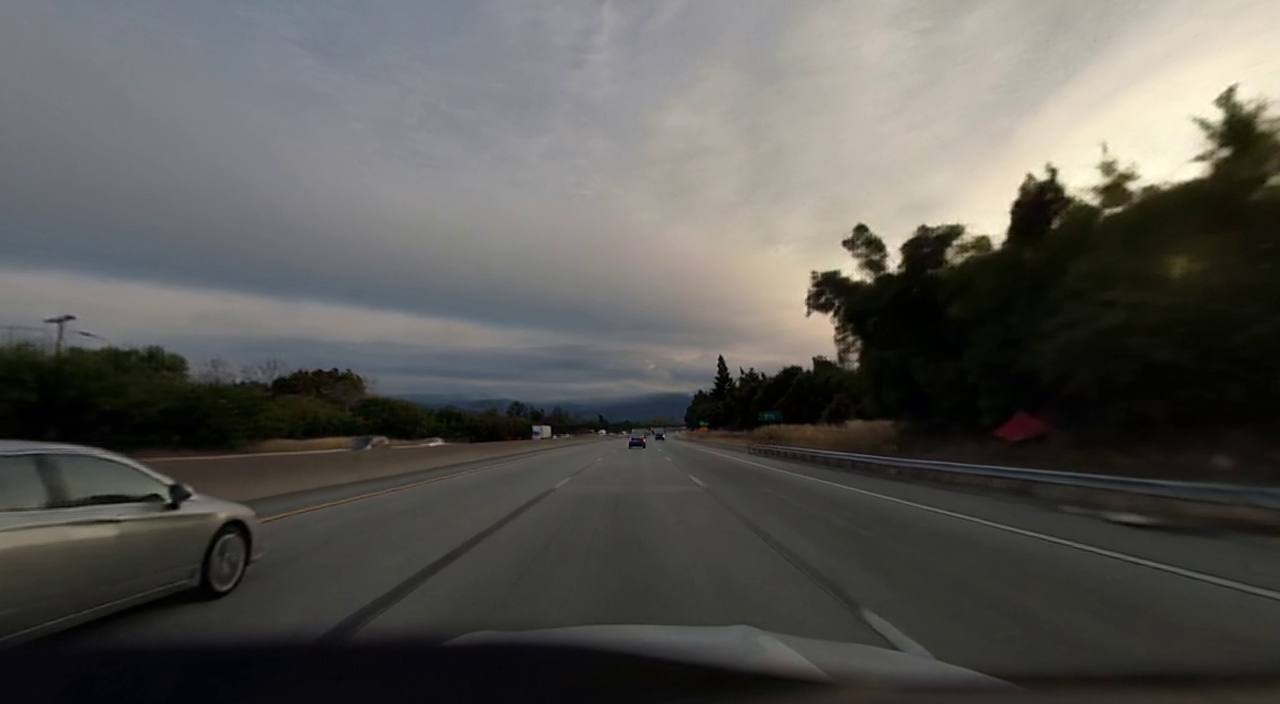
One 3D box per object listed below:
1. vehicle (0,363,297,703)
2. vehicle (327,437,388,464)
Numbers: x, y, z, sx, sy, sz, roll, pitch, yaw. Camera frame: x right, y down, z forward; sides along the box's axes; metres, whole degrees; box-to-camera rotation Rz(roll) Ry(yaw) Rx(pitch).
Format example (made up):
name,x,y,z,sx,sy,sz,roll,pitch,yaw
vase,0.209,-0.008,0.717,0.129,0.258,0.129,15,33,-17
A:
name,x,y,z,sx,sy,sz,roll,pitch,yaw
vehicle,-4.054,0.930,3.319,2.064,1.647,4.381,0,-8,-1
vehicle,-17.614,6.133,39.501,1.844,1.541,4.218,0,-8,-1
